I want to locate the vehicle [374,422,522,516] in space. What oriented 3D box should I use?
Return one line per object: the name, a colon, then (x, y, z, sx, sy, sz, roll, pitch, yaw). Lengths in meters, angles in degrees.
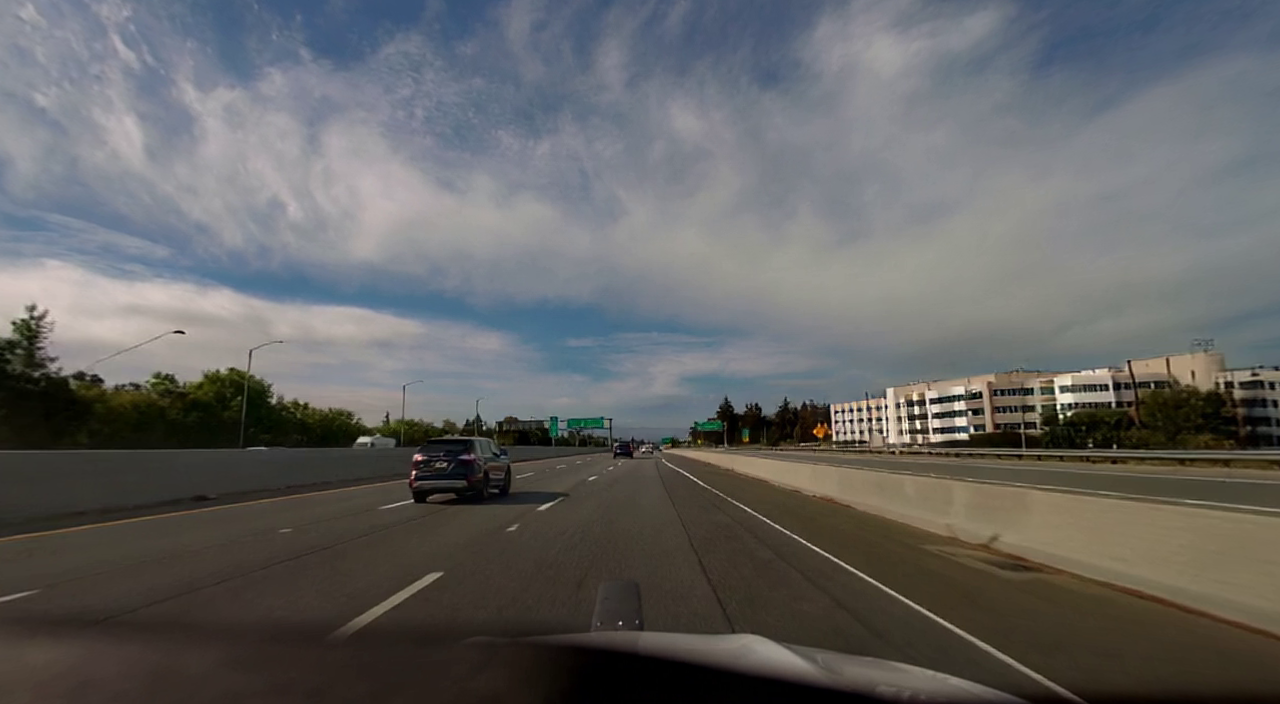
vehicle: (-4.124, 2.590, 14.426, 2.047, 1.786, 4.217, 0, -8, 0)
